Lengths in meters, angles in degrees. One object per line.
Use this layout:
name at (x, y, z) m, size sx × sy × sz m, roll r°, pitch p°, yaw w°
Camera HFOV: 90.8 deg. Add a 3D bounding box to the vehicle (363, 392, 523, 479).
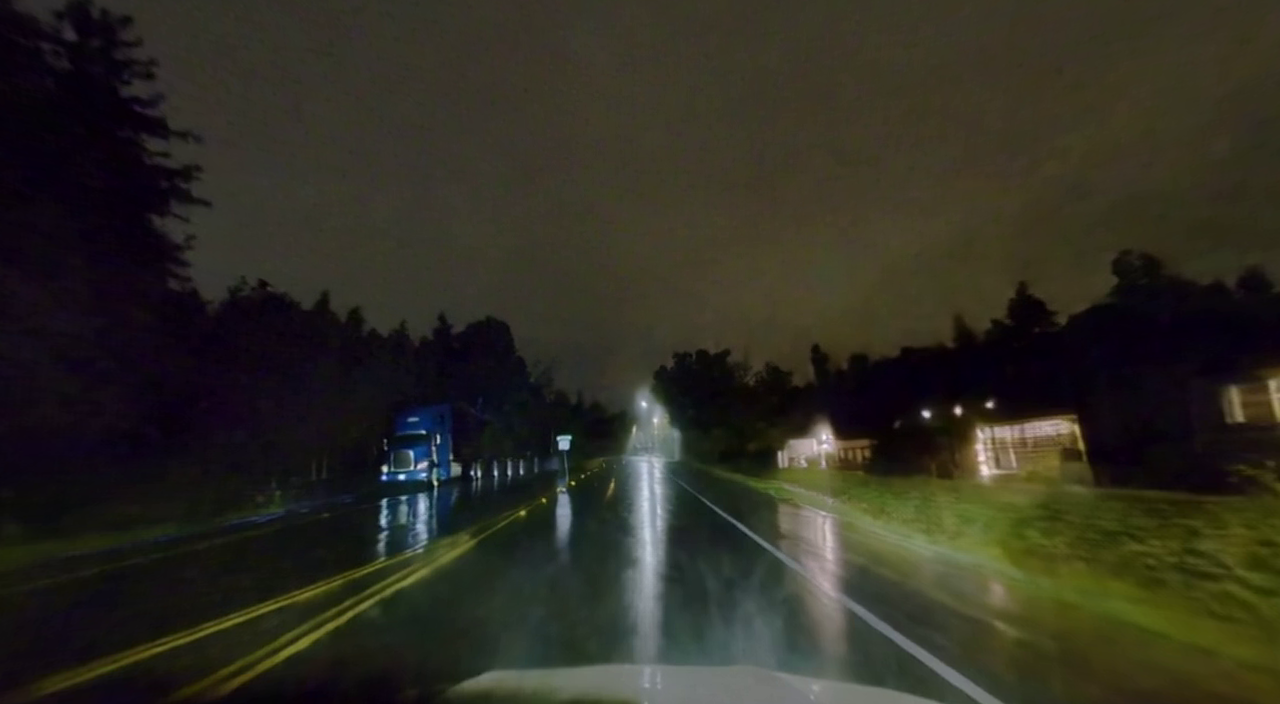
vehicle at (-9.637, 4.588, 32.637) m, size 5.596 × 3.130 × 8.972 m, roll -4°, pitch -13°, yaw -2°
